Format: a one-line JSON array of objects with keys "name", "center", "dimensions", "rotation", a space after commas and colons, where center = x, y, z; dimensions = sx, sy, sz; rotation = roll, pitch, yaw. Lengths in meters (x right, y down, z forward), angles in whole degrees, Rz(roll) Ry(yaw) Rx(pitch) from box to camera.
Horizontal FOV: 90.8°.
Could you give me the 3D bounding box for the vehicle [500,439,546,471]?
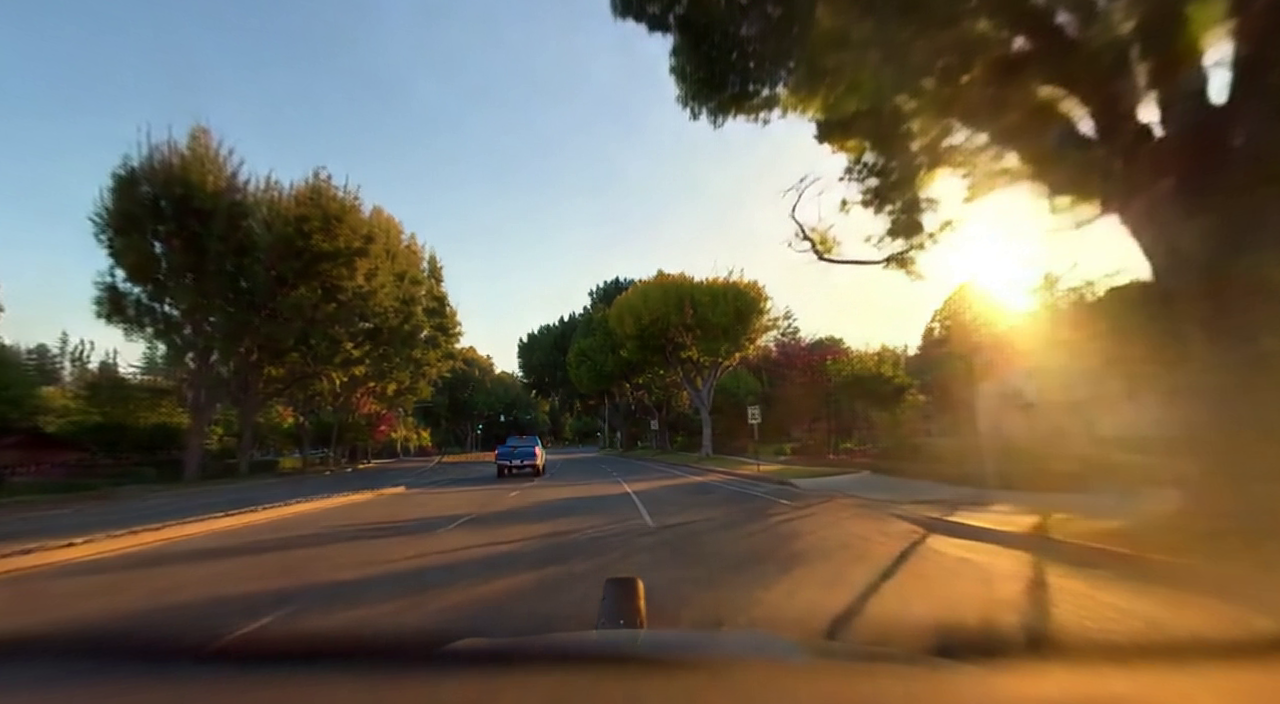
[{"name": "vehicle", "center": [-7.356, 6.543, 40.270], "dimensions": [2.267, 1.849, 6.402], "rotation": [1, -9, -5]}]
